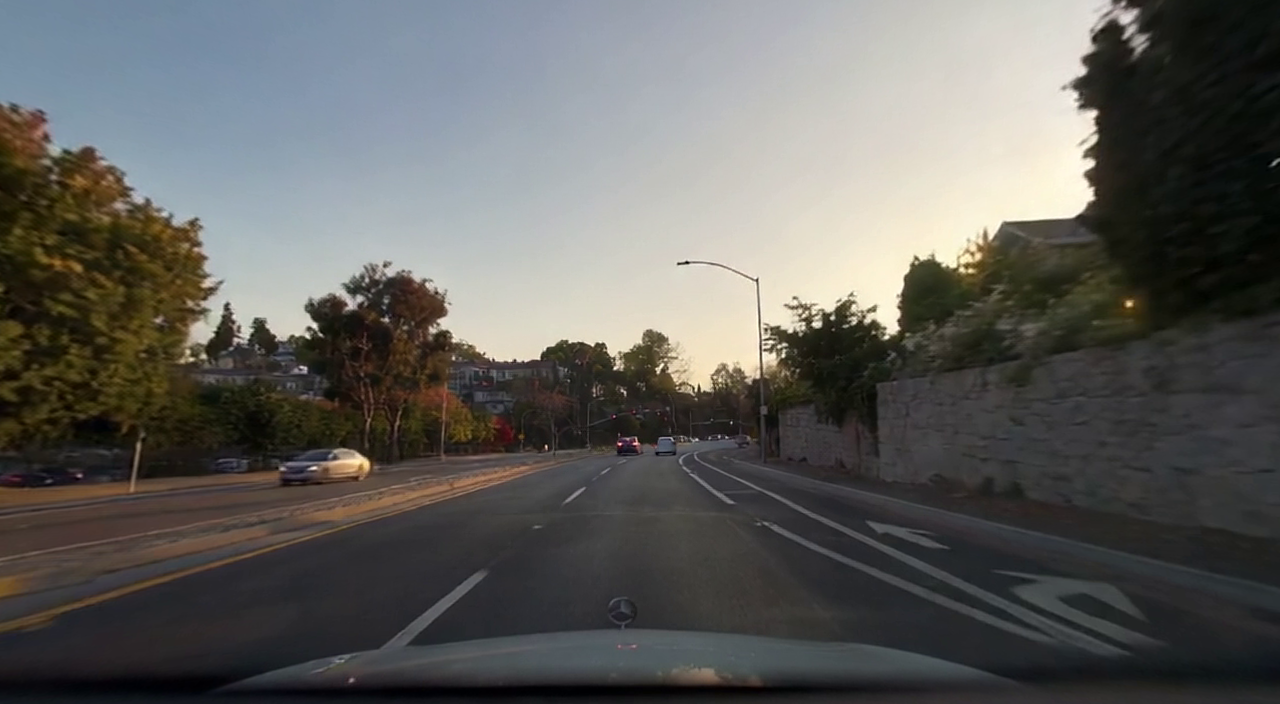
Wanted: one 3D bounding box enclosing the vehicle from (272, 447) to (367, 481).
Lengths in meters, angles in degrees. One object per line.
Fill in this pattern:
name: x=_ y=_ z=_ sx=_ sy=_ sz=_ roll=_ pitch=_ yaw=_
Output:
vehicle: x=-15.017 y=5.265 z=29.785 sx=1.889 sy=1.461 sz=4.730 roll=-1 pitch=-9 yaw=2
